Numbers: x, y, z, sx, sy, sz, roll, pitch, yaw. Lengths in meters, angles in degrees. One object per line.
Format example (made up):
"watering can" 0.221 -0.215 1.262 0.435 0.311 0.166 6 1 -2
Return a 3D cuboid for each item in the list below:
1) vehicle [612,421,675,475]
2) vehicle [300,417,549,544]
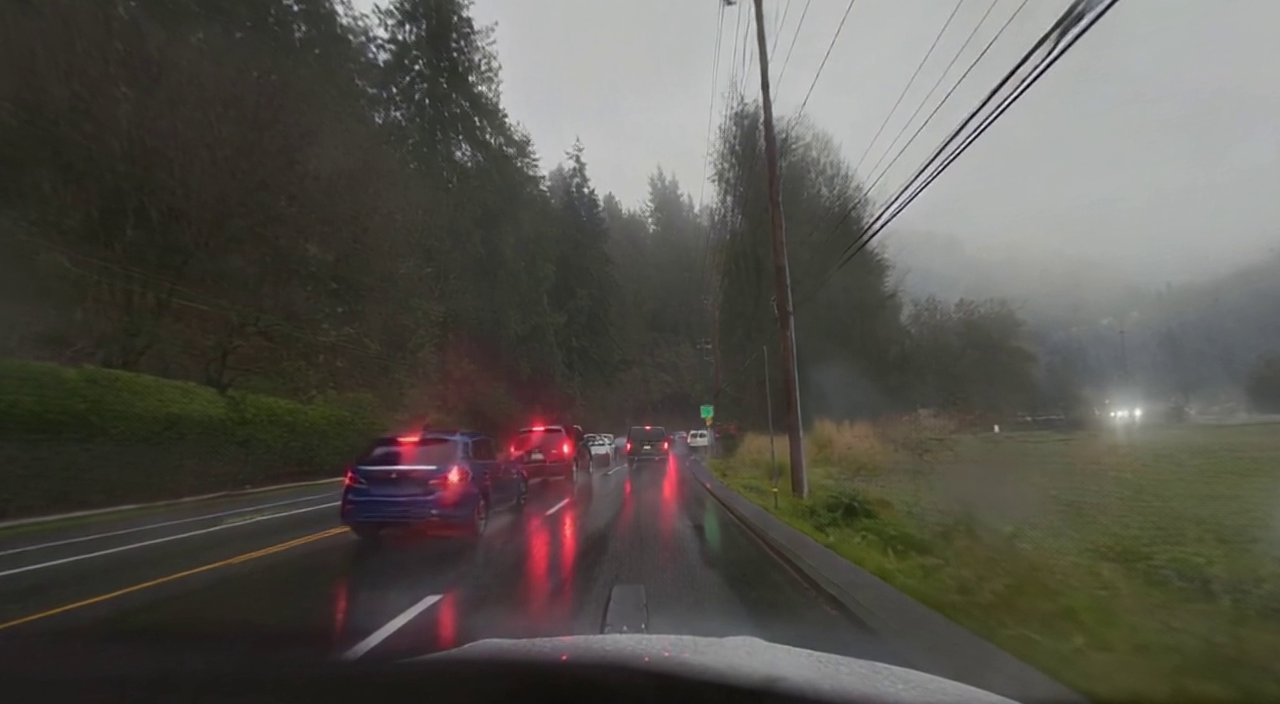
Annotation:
"vehicle" 0.218 3.768 24.790 2.241 1.912 4.095 -1 -8 3
"vehicle" -3.020 1.931 10.221 2.180 1.546 4.755 0 -8 3
